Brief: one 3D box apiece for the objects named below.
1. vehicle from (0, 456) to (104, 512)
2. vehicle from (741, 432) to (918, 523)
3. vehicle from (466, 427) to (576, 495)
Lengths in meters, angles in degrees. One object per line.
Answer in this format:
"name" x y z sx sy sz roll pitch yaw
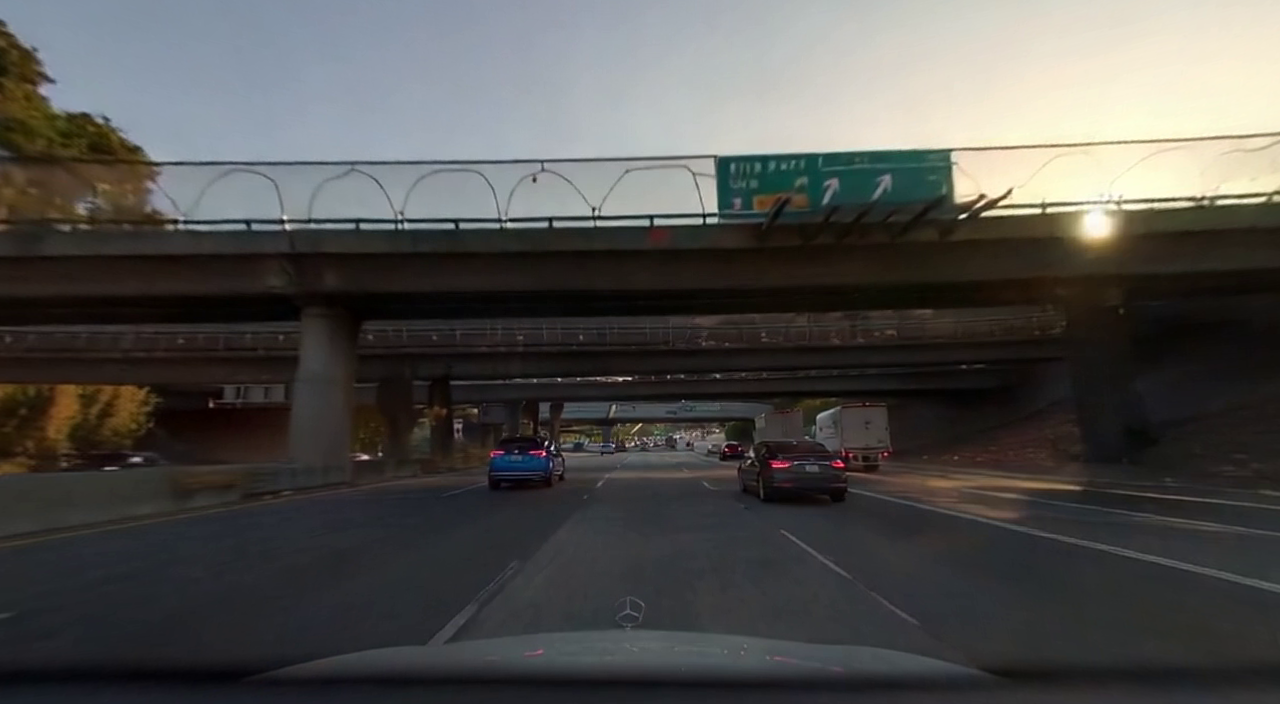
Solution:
"vehicle" -19.342 3.989 19.293 1.801 1.554 4.584 0 -9 0
"vehicle" 3.536 2.445 12.874 2.080 1.493 4.674 0 -9 -1
"vehicle" -3.420 3.287 19.355 2.218 1.764 5.229 0 -9 1
